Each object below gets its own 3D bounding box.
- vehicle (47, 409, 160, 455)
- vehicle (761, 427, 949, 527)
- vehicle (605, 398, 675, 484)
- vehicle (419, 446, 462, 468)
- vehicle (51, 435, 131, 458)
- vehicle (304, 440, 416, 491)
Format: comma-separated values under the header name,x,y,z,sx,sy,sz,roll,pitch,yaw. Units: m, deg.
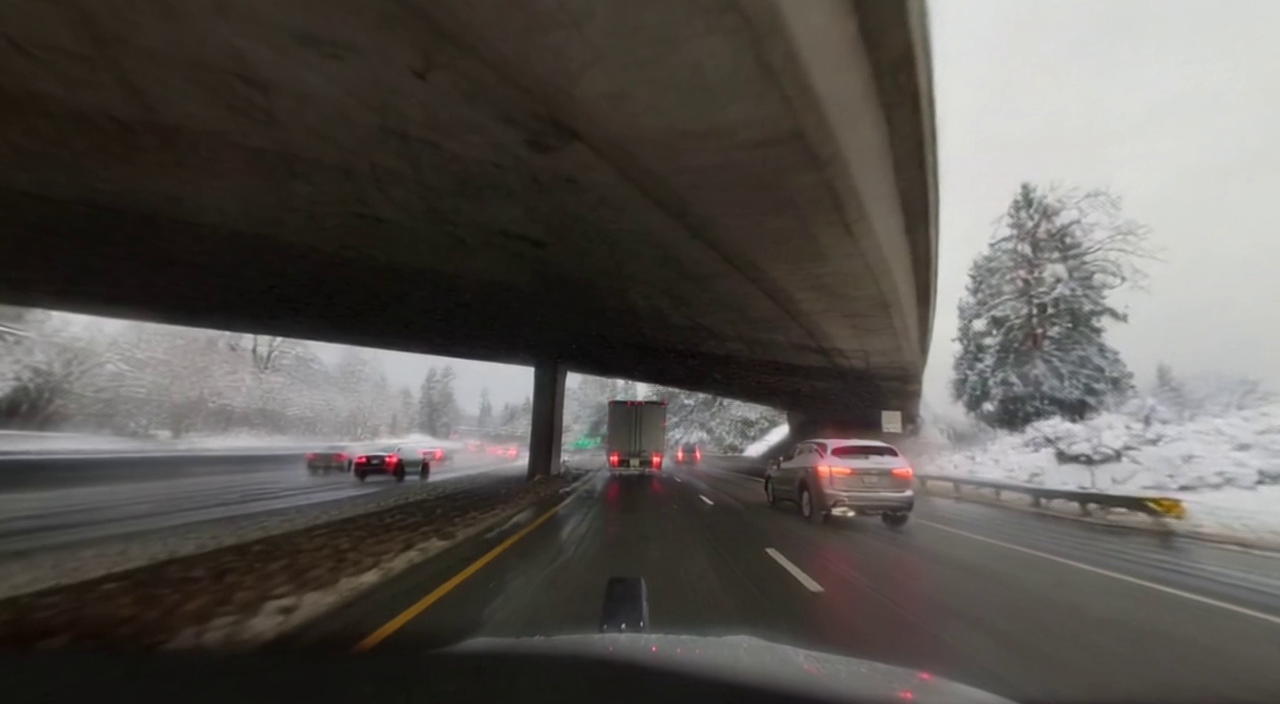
name,x,y,z,sx,sy,sz,roll,pitch,yaw
vehicle,-41.299,6.291,48.943,2.643,3.226,7.180,0,-9,-3
vehicle,4.244,2.572,13.593,2.189,1.709,5.131,0,-9,-1
vehicle,-0.070,4.580,32.146,2.916,3.584,10.841,0,-9,-1
vehicle,-14.495,7.622,46.130,1.906,1.510,4.303,0,-9,-3
vehicle,-36.682,6.290,42.283,1.685,1.437,4.139,-1,-7,-2
vehicle,-9.567,3.894,21.995,2.006,1.562,4.475,0,-9,-2
